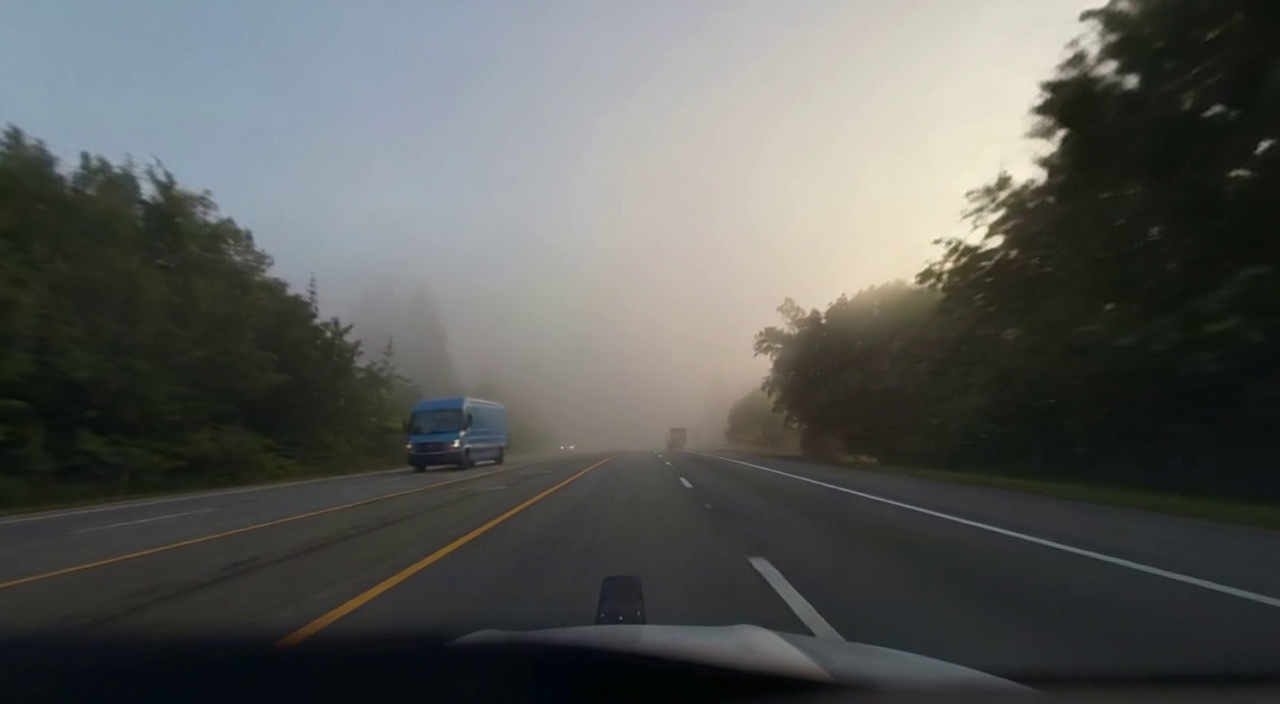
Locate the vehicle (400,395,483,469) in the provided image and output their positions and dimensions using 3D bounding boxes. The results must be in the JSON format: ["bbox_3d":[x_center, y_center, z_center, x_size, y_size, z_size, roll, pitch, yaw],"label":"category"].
[{"bbox_3d":[-11.549,4.763,37.263,3.033,3.963,5.845,0,-8,-1],"label":"vehicle"}]
